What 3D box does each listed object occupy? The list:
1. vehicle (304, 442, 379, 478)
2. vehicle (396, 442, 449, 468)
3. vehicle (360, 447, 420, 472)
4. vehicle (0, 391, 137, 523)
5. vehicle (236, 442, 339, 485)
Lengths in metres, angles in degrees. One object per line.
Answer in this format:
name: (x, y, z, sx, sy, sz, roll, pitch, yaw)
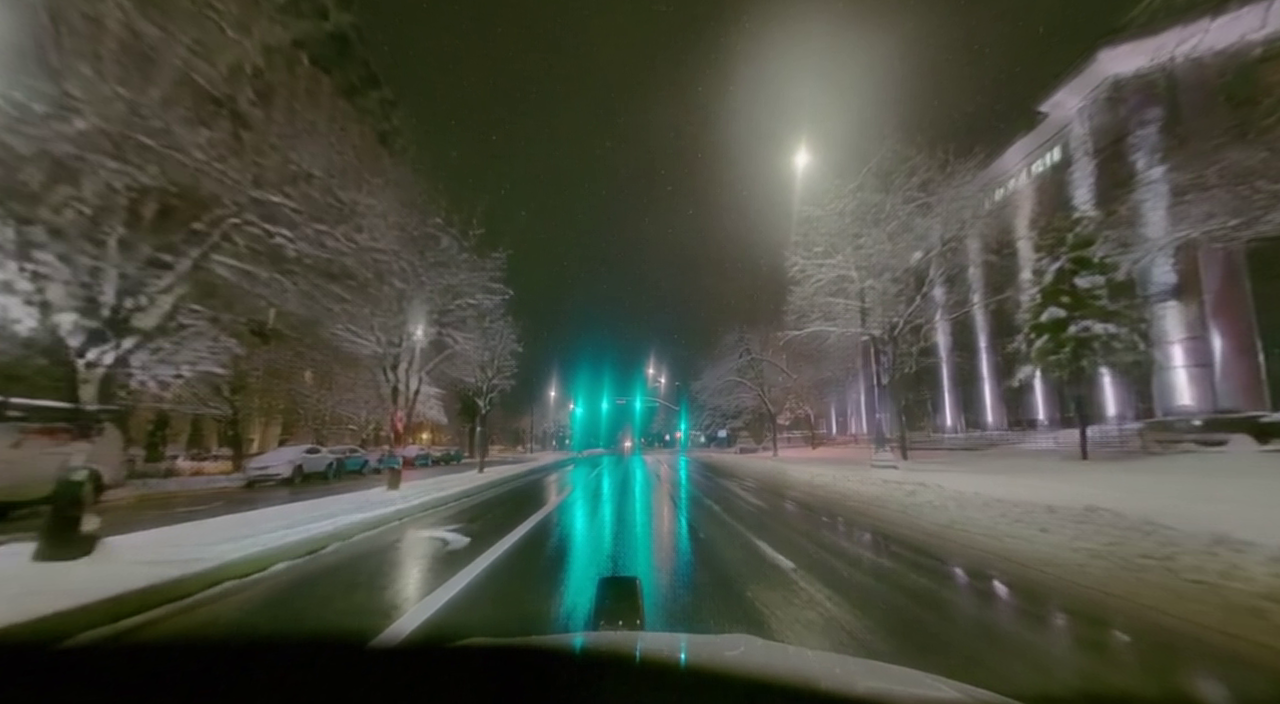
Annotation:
vehicle: (-15.918, 5.736, 33.990, 1.880, 1.791, 4.666, 0, -8, -2)
vehicle: (-15.684, 7.423, 45.817, 1.978, 1.760, 5.097, 0, -8, 0)
vehicle: (-15.497, 6.661, 39.405, 1.776, 1.468, 5.089, 0, -8, -1)
vehicle: (-15.384, 2.396, 14.348, 2.335, 2.896, 6.785, -1, -9, -1)
vehicle: (-15.569, 4.920, 28.266, 1.950, 1.749, 5.006, 1, -8, -4)
